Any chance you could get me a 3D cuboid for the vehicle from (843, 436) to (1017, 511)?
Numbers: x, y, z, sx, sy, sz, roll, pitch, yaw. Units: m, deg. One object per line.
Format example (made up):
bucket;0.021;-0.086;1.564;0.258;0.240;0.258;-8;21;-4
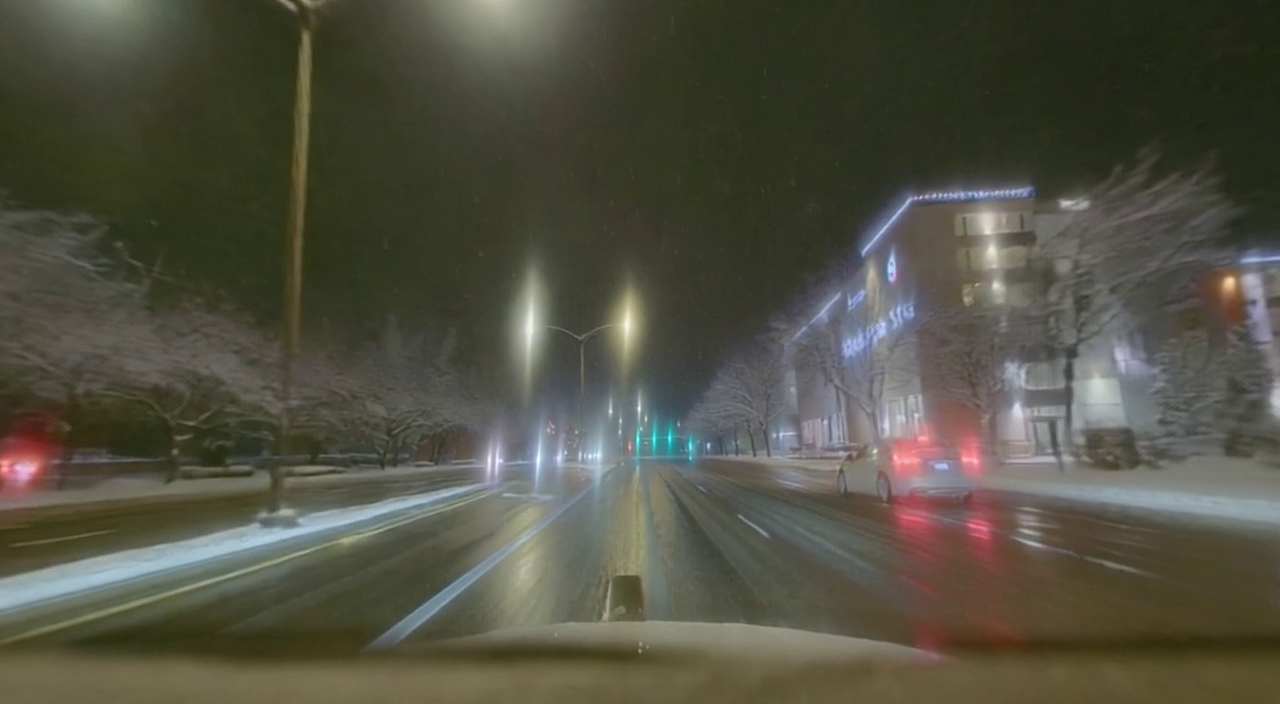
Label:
vehicle;6.703;2.846;15.330;1.913;1.504;4.738;0;-8;-1
